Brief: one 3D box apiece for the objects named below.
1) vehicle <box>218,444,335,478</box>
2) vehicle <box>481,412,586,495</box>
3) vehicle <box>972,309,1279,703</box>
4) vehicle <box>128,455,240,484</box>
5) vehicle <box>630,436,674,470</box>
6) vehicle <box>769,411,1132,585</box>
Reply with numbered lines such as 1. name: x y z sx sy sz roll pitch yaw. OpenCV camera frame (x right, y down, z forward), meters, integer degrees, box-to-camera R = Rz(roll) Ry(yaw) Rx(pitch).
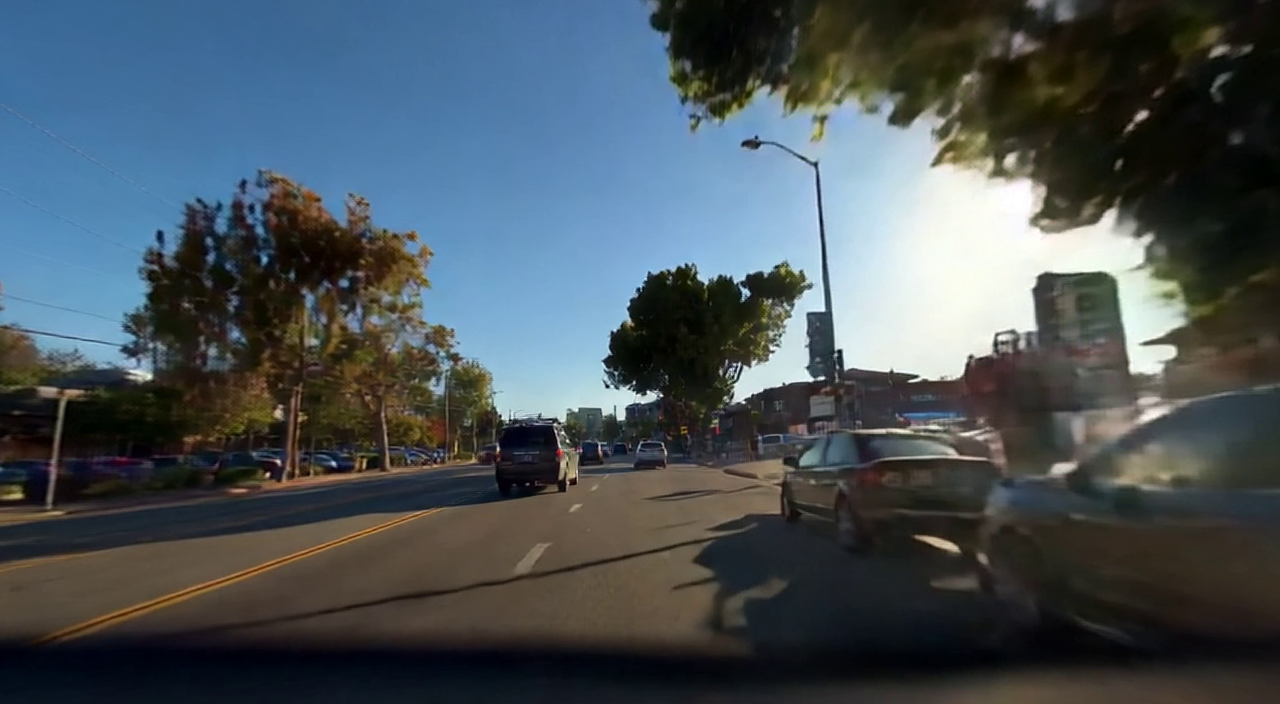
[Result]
1. vehicle: -24.035 7.199 41.948 6.055 2.148 2.690 0 -8 -1
2. vehicle: -2.946 2.993 18.851 2.213 2.123 5.124 0 -8 0
3. vehicle: 3.718 0.744 2.531 2.090 1.861 4.805 0 -8 -1
4. vehicle: -26.479 6.796 36.779 4.926 1.571 1.941 0 -8 -1
5. vehicle: 0.580 5.254 33.020 2.126 1.657 4.132 0 -8 0
6. vehicle: 3.513 1.770 8.705 2.049 1.631 5.292 0 -8 -4
